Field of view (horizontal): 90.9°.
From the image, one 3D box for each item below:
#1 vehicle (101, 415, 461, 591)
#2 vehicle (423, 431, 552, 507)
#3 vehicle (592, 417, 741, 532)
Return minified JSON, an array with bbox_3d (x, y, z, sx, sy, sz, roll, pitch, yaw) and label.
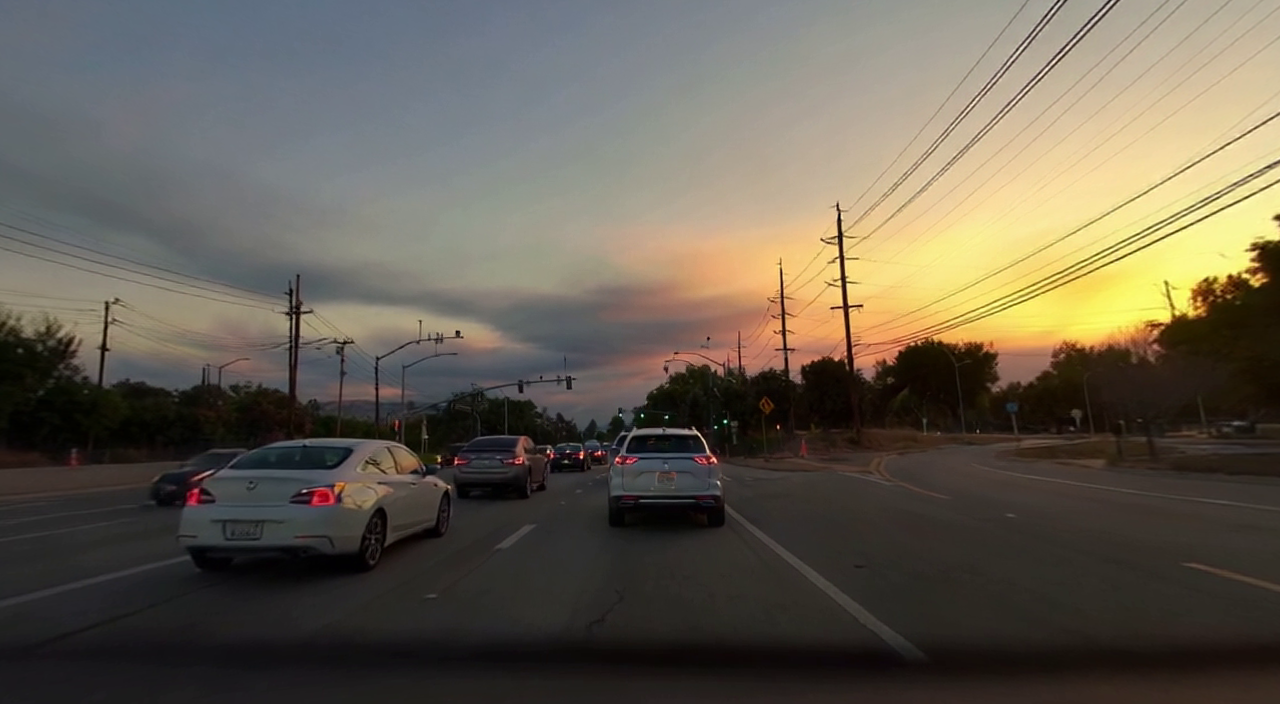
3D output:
[{"bbox_3d":[-3.815,1.665,7.739,1.999,1.563,4.007,0,-9,1],"label":"vehicle"},{"bbox_3d":[-3.651,2.902,16.068,2.018,1.621,4.441,-1,-9,2],"label":"vehicle"},{"bbox_3d":[0.455,2.126,11.396,2.205,1.691,3.937,0,-9,2],"label":"vehicle"}]
